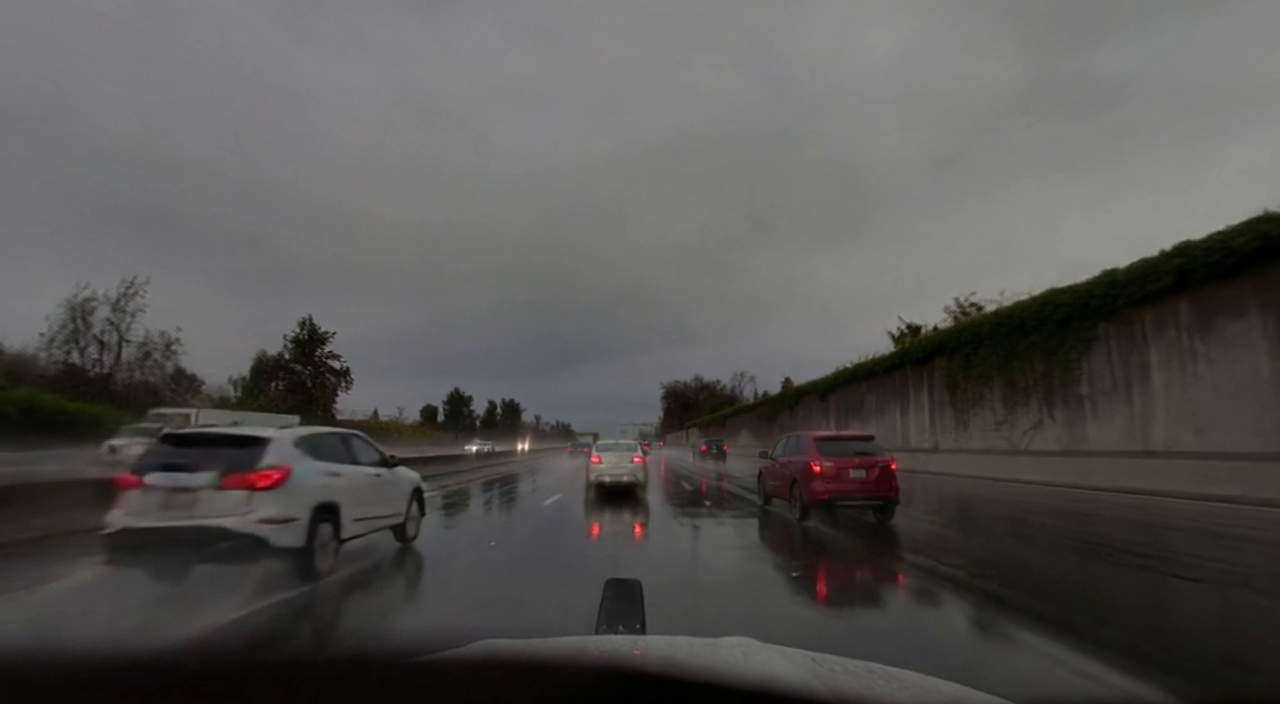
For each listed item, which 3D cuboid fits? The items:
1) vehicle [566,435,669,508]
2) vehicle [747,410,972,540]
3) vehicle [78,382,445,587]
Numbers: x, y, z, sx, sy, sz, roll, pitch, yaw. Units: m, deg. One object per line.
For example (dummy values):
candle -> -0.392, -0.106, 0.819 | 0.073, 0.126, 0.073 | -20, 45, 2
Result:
vehicle -> -0.514, 2.740, 14.956 | 2.098, 1.475, 3.997 | 0, -8, -2
vehicle -> 3.466, 2.060, 11.217 | 2.162, 1.800, 4.693 | 0, -8, -2
vehicle -> -4.380, 1.621, 8.540 | 1.983, 1.948, 4.822 | 0, -8, -1
